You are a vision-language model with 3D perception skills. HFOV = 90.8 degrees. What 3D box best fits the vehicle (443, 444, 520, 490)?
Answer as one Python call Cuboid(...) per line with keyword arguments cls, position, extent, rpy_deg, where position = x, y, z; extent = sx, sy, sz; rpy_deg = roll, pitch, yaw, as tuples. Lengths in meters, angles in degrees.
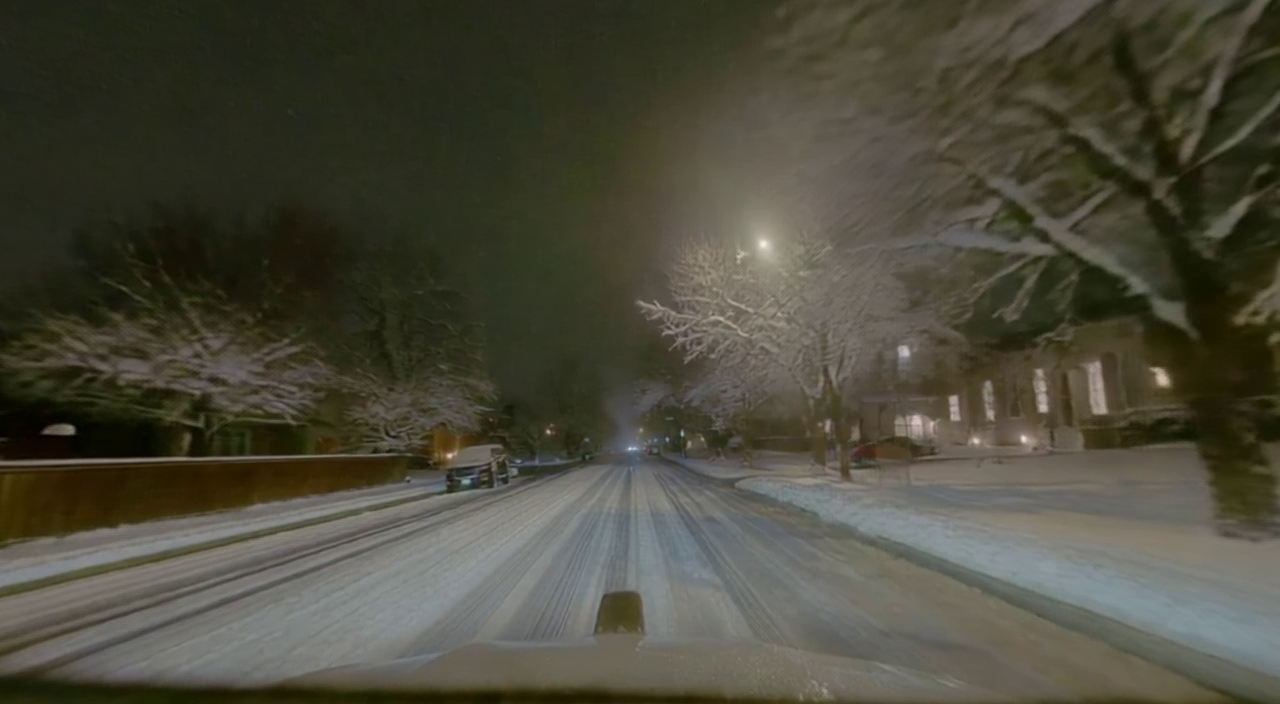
Cuboid(cls="vehicle", position=(-6.585, 4.837, 26.927), extent=(2.078, 1.745, 5.119), rpy_deg=(0, -9, -1))
